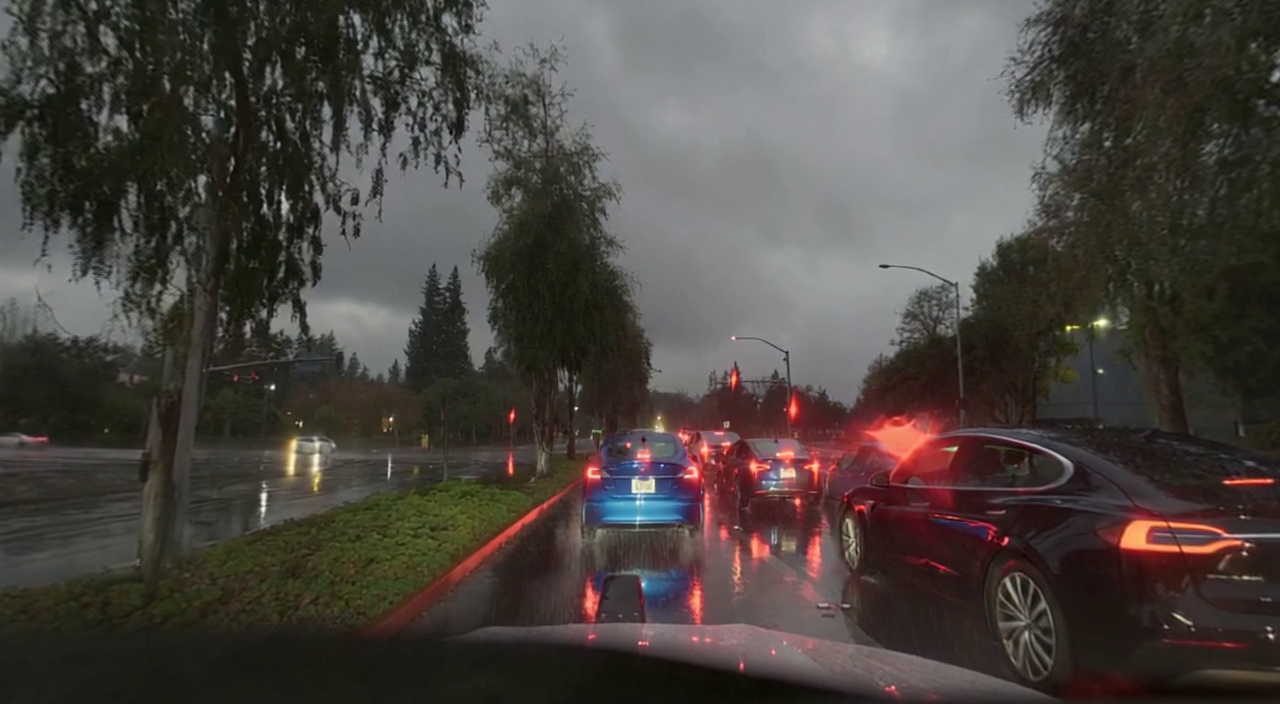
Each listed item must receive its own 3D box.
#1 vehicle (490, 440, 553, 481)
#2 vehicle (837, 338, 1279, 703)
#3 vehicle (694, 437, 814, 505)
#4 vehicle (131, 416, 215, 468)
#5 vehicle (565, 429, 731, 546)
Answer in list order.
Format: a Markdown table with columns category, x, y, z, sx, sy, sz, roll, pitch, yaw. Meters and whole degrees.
| category | x | y | z | sx | sy | sz | roll | pitch | yaw |
| --- | --- | --- | --- | --- | --- | --- | --- | --- | --- |
| vehicle | -4.630 | 4.285 | 25.261 | 1.972 | 1.457 | 4.171 | 0 | -8 | -4 |
| vehicle | 3.188 | 1.105 | 4.306 | 2.167 | 1.676 | 4.443 | 0 | -8 | -1 |
| vehicle | 2.700 | 2.932 | 16.032 | 2.058 | 1.466 | 4.208 | 0 | -8 | -3 |
| vehicle | -29.249 | 5.628 | 39.714 | 2.608 | 2.990 | 3.026 | 2 | -8 | 2 |
| vehicle | 0.032 | 2.071 | 10.391 | 2.147 | 1.499 | 4.240 | 0 | -8 | -2 |
